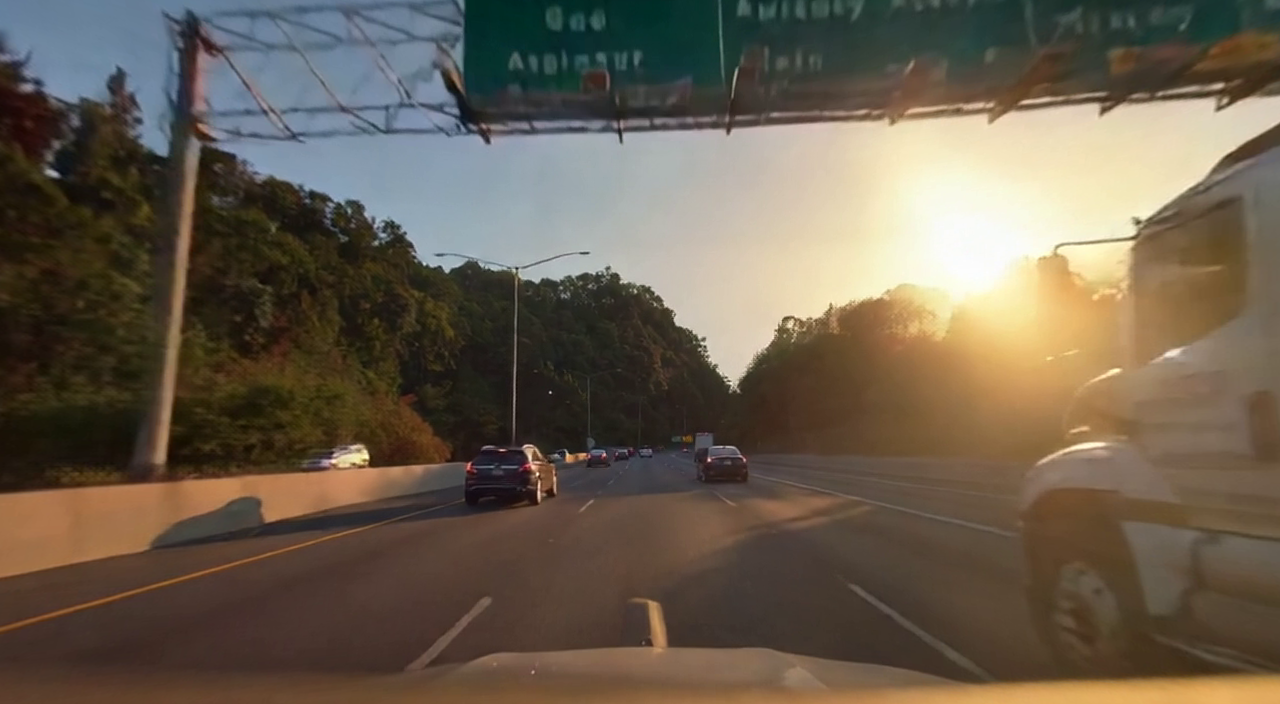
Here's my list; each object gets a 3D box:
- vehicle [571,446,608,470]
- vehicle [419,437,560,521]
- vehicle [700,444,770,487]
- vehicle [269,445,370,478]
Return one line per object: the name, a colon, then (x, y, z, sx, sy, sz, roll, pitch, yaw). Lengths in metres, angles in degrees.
vehicle: (-3.351, 7.168, 42.846, 2.099, 1.494, 4.504, 0, -8, 1)
vehicle: (-3.243, 2.836, 14.785, 1.974, 1.589, 5.047, -1, -8, 1)
vehicle: (3.495, 4.251, 24.081, 2.040, 1.461, 4.822, -1, -8, 1)
vehicle: (-23.352, 8.003, 46.710, 2.721, 2.129, 9.070, 0, -8, 0)
